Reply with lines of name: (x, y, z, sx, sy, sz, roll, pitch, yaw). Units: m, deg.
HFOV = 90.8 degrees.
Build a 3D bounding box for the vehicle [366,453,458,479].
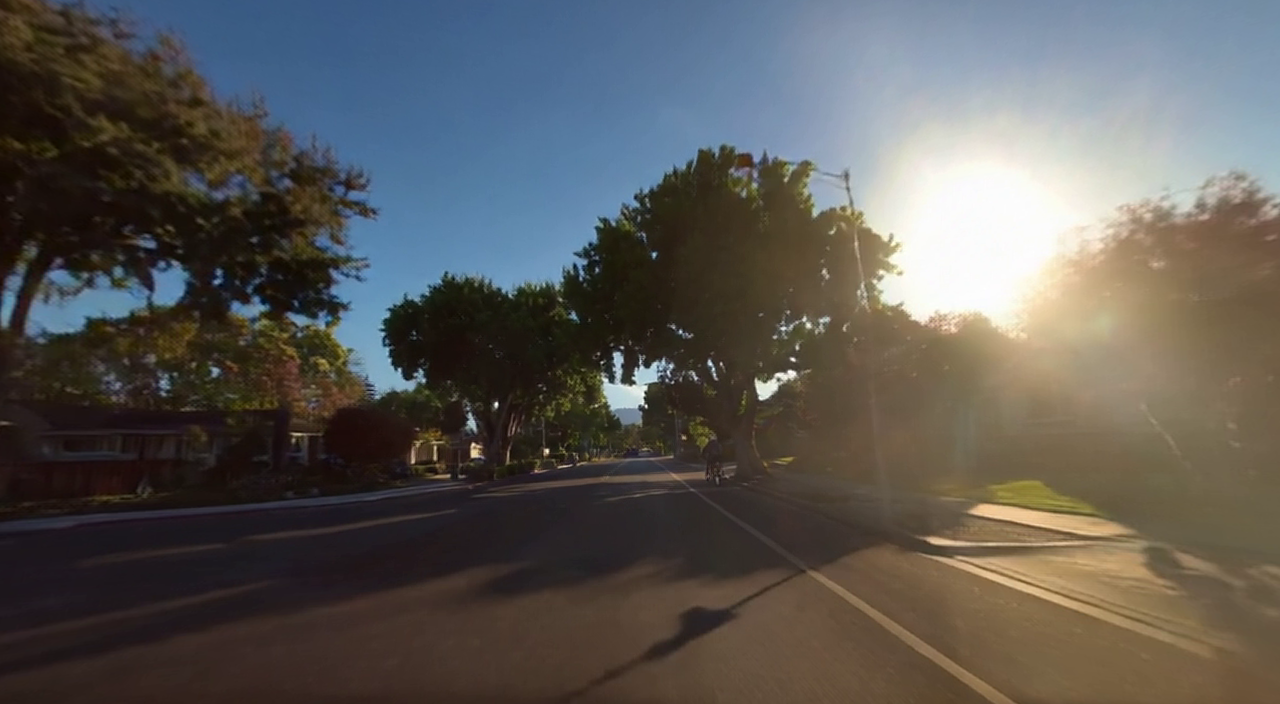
vehicle: (-13.385, 6.735, 37.360, 4.717, 1.465, 1.887, 0, -9, -4)
